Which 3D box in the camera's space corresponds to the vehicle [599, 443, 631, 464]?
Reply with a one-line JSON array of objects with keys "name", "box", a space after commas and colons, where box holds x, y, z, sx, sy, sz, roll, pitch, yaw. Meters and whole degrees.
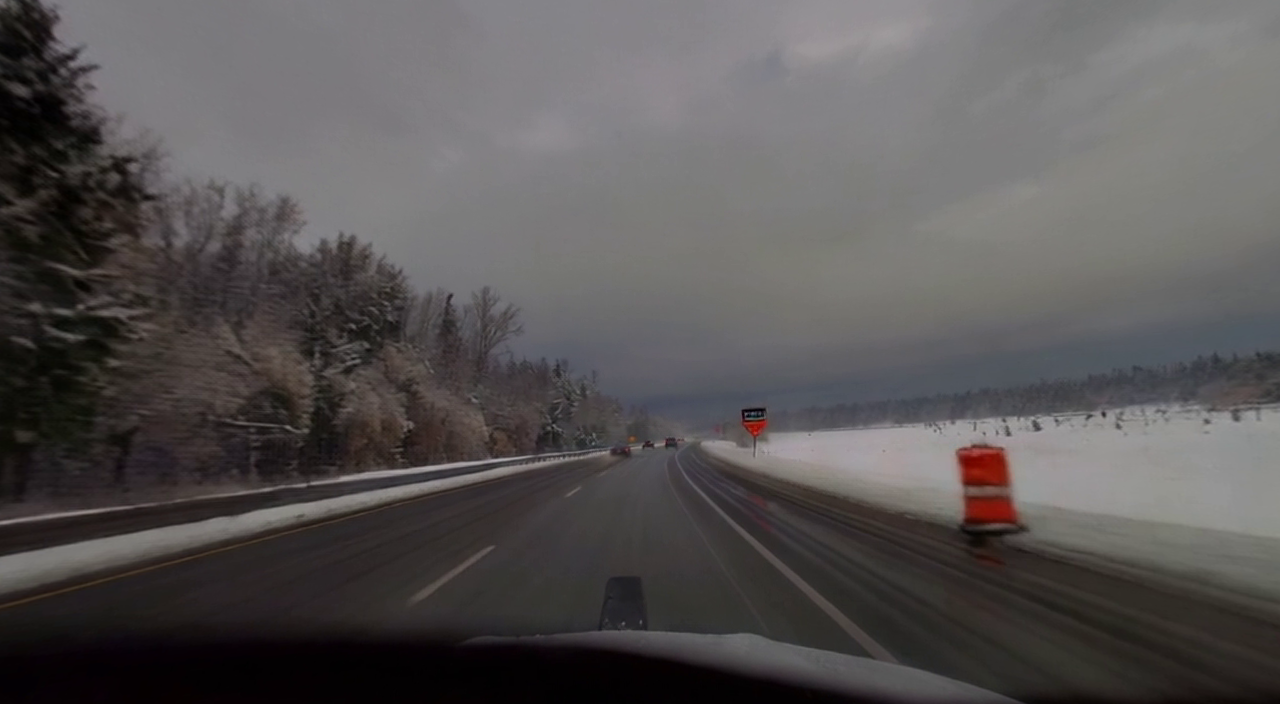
[{"name": "vehicle", "box": [-1.794, 7.484, 46.758, 2.118, 1.475, 4.263, 0, -8, 2]}]
